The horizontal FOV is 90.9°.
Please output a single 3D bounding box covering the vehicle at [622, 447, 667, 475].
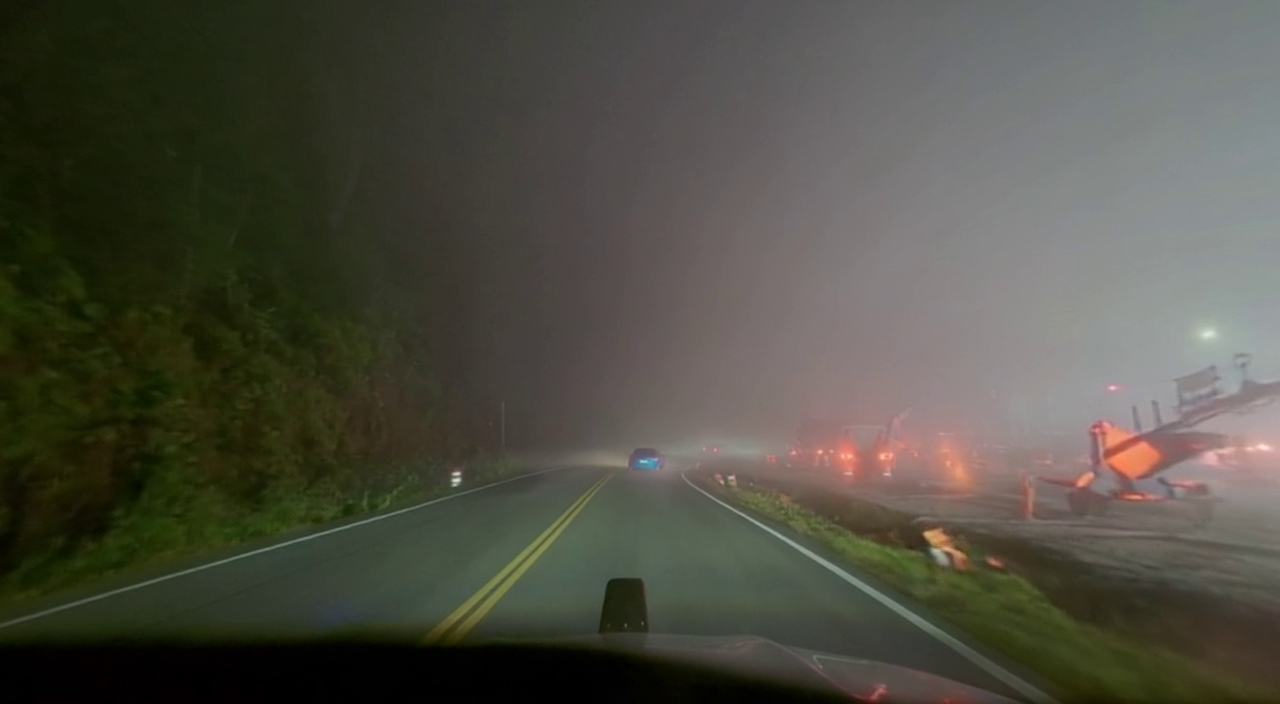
[{"bbox_3d":[0.338,6.195,36.065,2.259,1.503,4.075,-1,-9,5],"label":"vehicle"}]
